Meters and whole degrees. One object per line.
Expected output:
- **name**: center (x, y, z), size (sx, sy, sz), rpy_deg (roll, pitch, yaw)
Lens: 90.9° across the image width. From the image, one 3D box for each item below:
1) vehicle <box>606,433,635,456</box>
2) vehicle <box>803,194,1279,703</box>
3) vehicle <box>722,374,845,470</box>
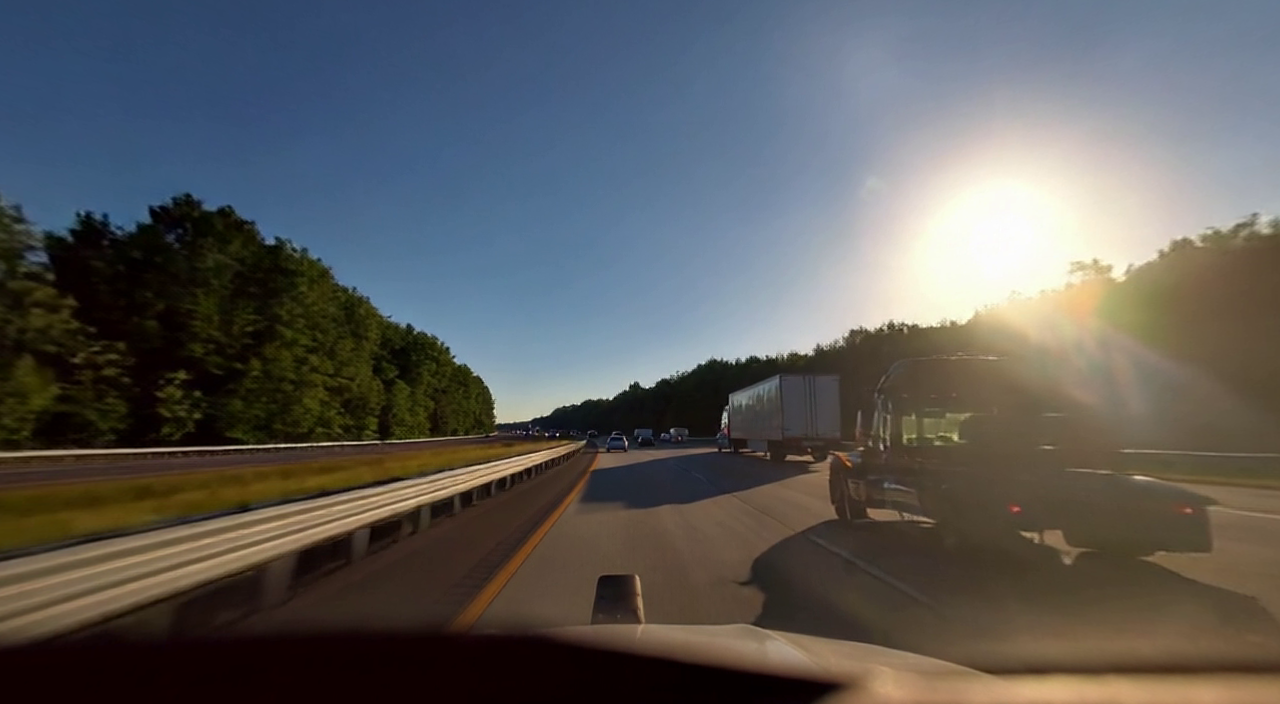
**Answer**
- **vehicle**: center (-1.513, 6.956, 47.474), size (2.088, 1.671, 4.068), rpy_deg (0, -8, -2)
- **vehicle**: center (3.500, 0.857, 5.576), size (2.436, 2.521, 5.409), rpy_deg (0, -8, -2)
- **vehicle**: center (7.082, 3.938, 34.176), size (2.888, 4.093, 14.227), rpy_deg (0, -8, -2)
